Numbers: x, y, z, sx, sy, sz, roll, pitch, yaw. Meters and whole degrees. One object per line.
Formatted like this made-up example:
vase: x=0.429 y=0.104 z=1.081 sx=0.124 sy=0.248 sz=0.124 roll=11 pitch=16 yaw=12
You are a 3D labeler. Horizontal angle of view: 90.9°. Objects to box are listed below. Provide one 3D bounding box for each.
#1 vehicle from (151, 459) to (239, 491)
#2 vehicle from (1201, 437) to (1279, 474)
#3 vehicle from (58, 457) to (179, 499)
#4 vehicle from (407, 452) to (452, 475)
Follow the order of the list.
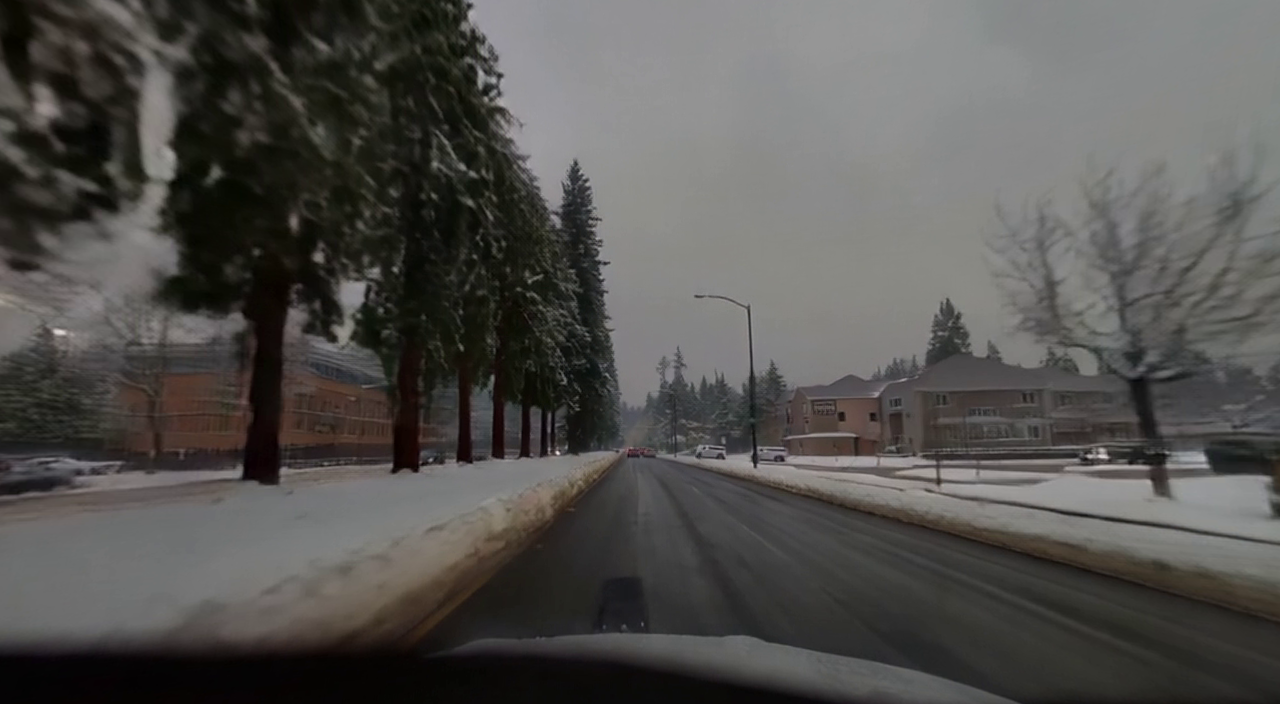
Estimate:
vehicle: x=-25.089 y=6.906 z=35.725 sx=1.864 sy=1.640 sz=4.217 roll=1 pitch=-9 yaw=-1
vehicle: x=26.797 y=4.537 z=27.772 sx=2.002 sy=1.460 sz=4.533 roll=-5 pitch=-10 yaw=28
vehicle: x=-25.001 y=6.035 z=30.469 sx=1.961 sy=1.773 sz=4.716 roll=1 pitch=-9 yaw=-4
vehicle: x=-15.240 y=8.047 z=45.855 sx=1.879 sy=1.544 sz=4.144 roll=0 pitch=-9 yaw=-1
